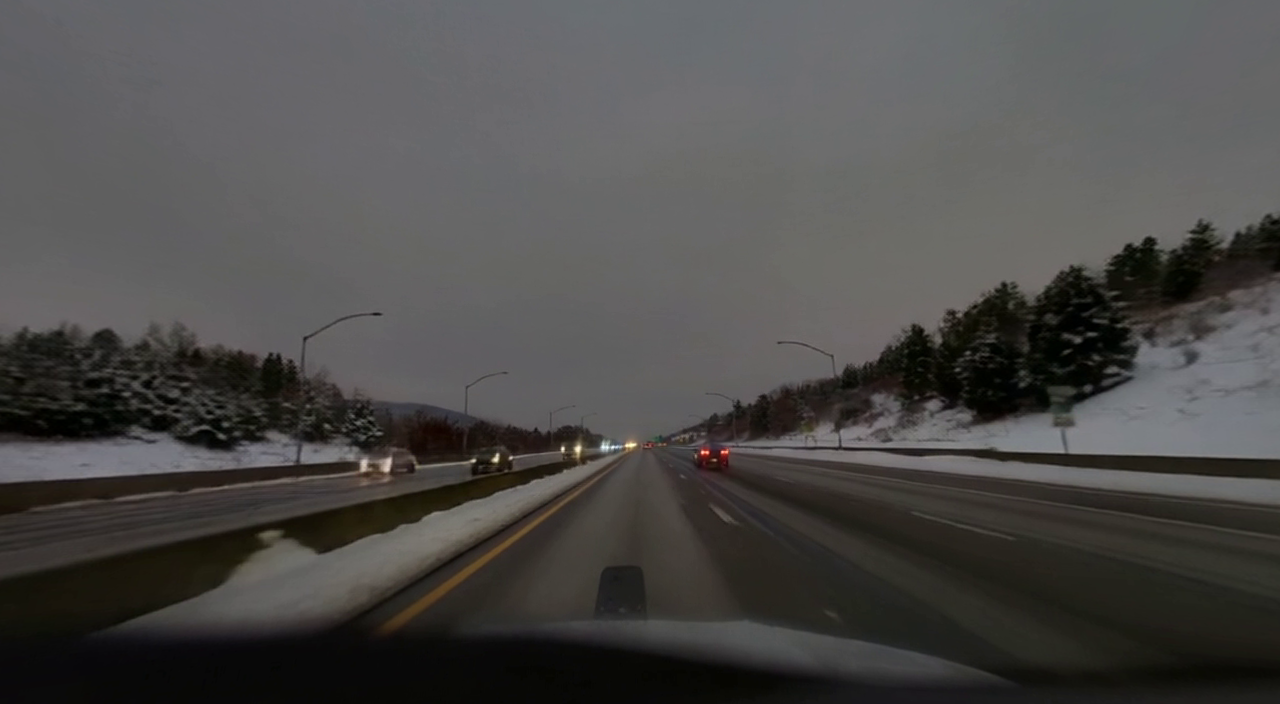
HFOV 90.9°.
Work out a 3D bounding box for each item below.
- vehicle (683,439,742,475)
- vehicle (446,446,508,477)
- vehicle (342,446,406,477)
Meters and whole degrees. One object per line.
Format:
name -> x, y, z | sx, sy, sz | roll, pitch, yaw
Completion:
vehicle -> 3.086, 4.587, 27.767 | 2.044, 1.444, 4.216 | 0, -8, 0
vehicle -> -8.692, 5.854, 34.066 | 2.068, 1.494, 4.604 | 0, -8, 1
vehicle -> -15.628, 6.434, 37.298 | 1.972, 1.685, 4.032 | 0, -8, 1
